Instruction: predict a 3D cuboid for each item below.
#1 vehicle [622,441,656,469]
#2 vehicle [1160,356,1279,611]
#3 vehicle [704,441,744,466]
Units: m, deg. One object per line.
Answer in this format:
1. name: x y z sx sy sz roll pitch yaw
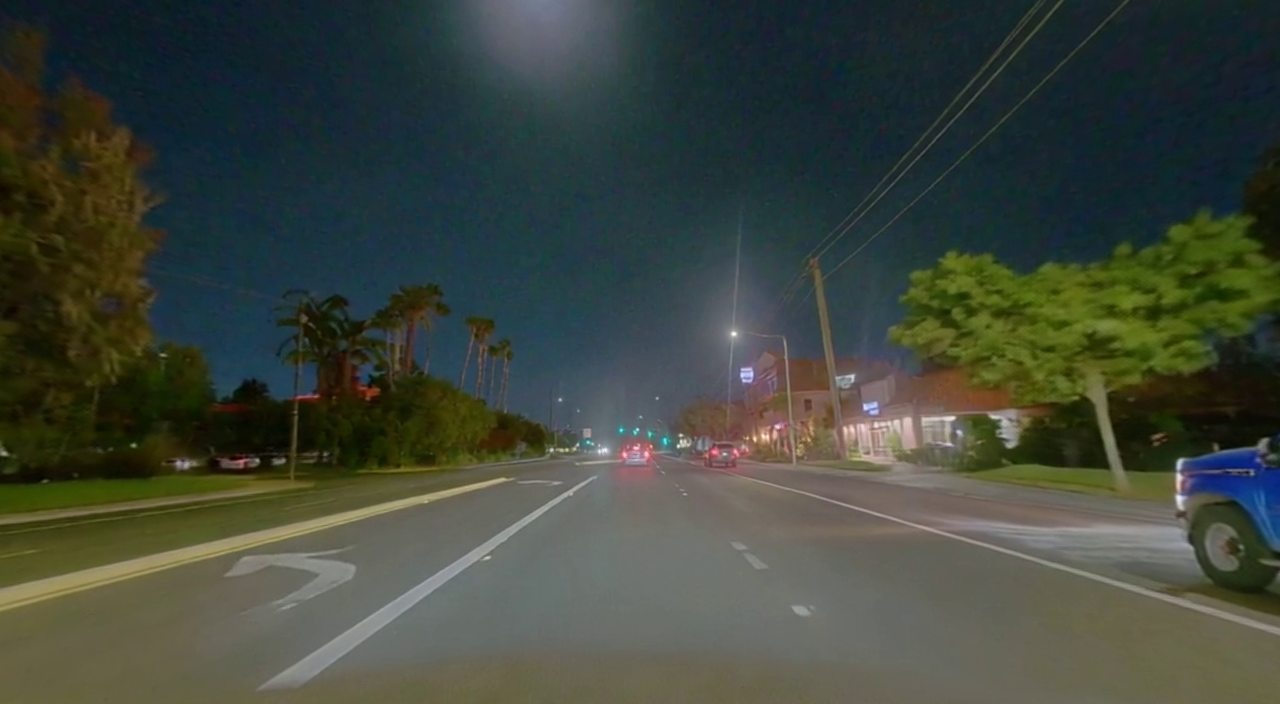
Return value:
1. vehicle: -0.066 6.721 41.147 2.138 1.702 4.168 0 -9 0
2. vehicle: 5.952 0.787 3.490 2.355 1.889 4.392 0 -9 1
3. vehicle: 6.099 7.497 46.417 2.252 1.718 4.617 0 -9 0
